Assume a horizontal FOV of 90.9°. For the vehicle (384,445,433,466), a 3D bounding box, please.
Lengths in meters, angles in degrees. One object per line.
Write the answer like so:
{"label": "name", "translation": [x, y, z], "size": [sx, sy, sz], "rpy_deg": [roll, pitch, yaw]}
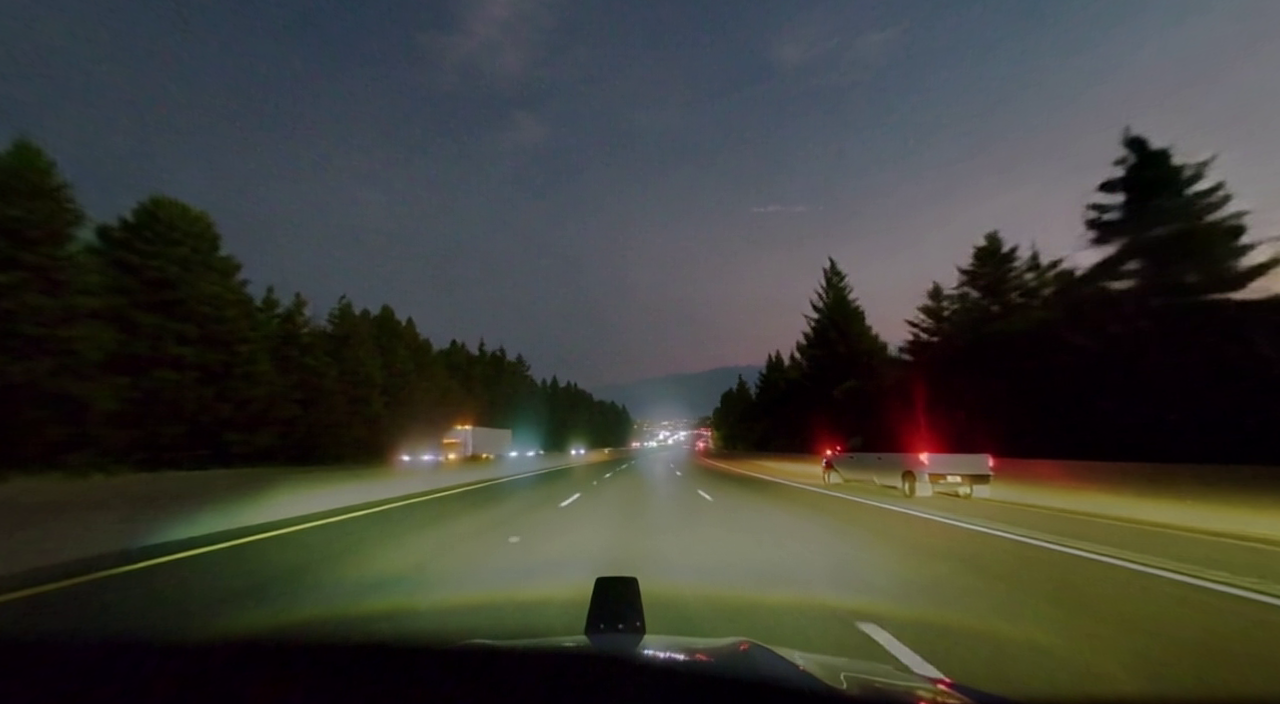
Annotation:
{"label": "vehicle", "translation": [-17.491, 7.850, 47.801], "size": [1.887, 1.510, 4.466], "rpy_deg": [-1, -9, 2]}
